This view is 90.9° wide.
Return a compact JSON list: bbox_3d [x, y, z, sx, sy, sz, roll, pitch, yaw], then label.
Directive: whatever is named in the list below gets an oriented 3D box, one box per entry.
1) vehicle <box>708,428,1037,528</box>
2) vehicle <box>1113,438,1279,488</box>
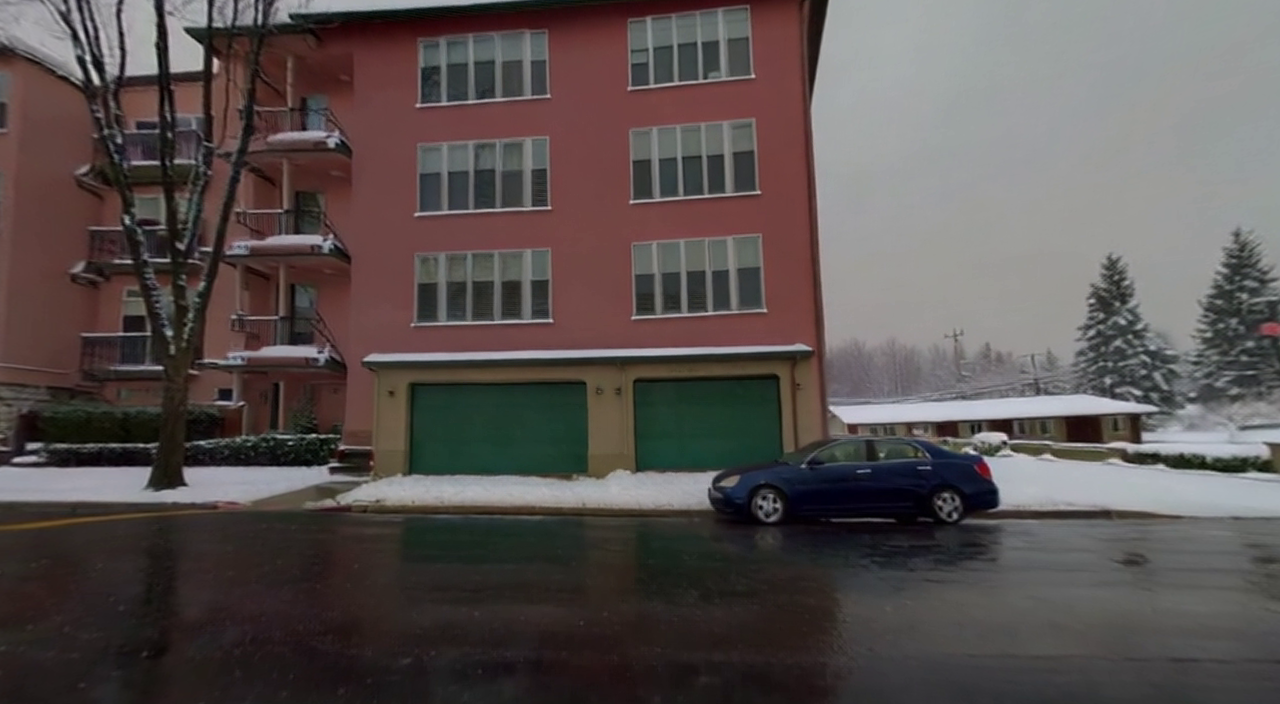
[{"bbox_3d":[3.518,2.002,10.369,4.697,1.444,1.825,-1,-8,5],"label":"vehicle"},{"bbox_3d":[17.650,3.443,19.757,3.905,1.475,2.057,-1,-8,5],"label":"vehicle"}]
